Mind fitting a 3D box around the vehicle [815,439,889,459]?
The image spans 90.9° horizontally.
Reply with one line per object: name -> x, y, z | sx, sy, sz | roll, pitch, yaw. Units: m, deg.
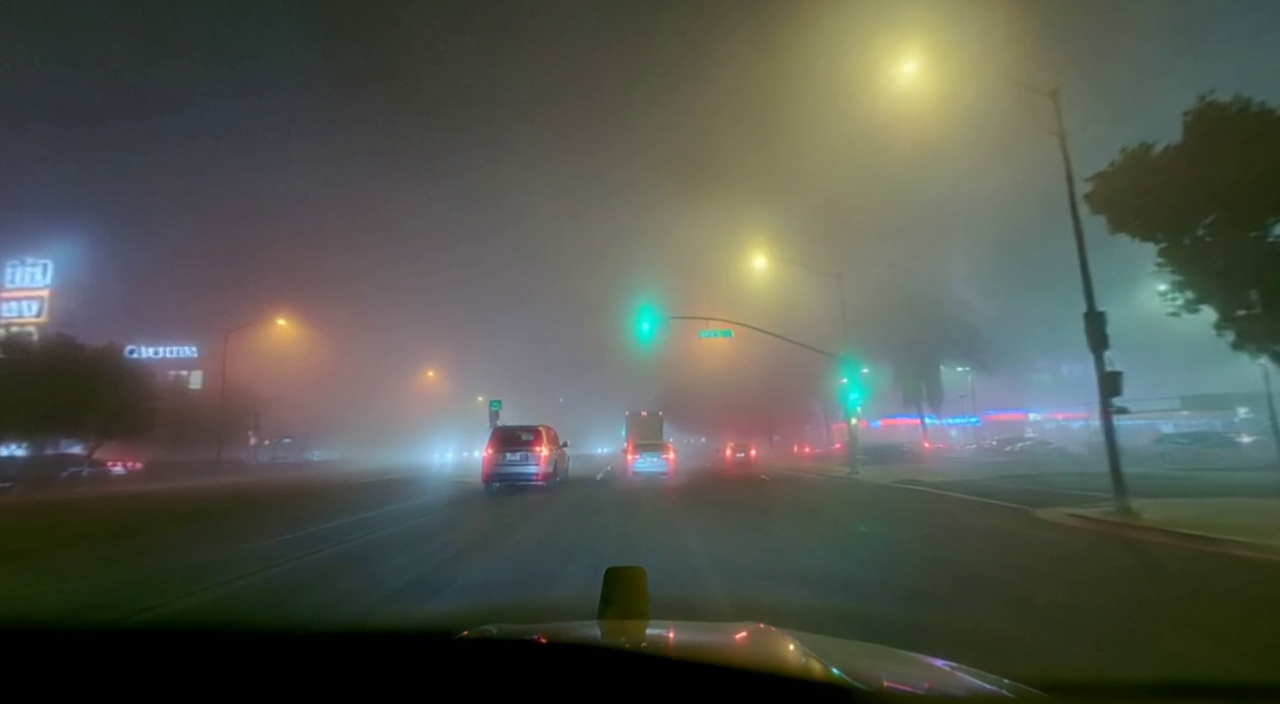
vehicle -> 15.582, 7.127, 46.385 | 4.756, 1.422, 1.831 | 0, -8, -2

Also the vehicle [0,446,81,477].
vehicle -> -30.945, 5.516, 31.890 | 3.539, 1.484, 1.771 | 0, -8, -1

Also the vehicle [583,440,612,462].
vehicle -> -3.139, 7.375, 47.090 | 1.902, 1.522, 3.523 | 0, -8, 0

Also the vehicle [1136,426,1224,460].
vehicle -> 32.892, 5.493, 38.331 | 5.720, 1.822, 2.307 | 3, -9, -32

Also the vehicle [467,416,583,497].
vehicle -> -3.034, 2.915, 17.928 | 2.289, 1.935, 5.227 | 0, -8, 0

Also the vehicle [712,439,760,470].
vehicle -> 5.116, 5.514, 34.119 | 1.900, 1.507, 4.151 | 0, -8, 0

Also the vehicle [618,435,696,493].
vehicle -> 0.438, 3.253, 18.663 | 2.061, 1.494, 4.079 | 0, -8, 0

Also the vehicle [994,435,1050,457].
vehicle -> 29.248, 7.200, 48.217 | 4.225, 1.502, 1.915 | 3, -9, -32
